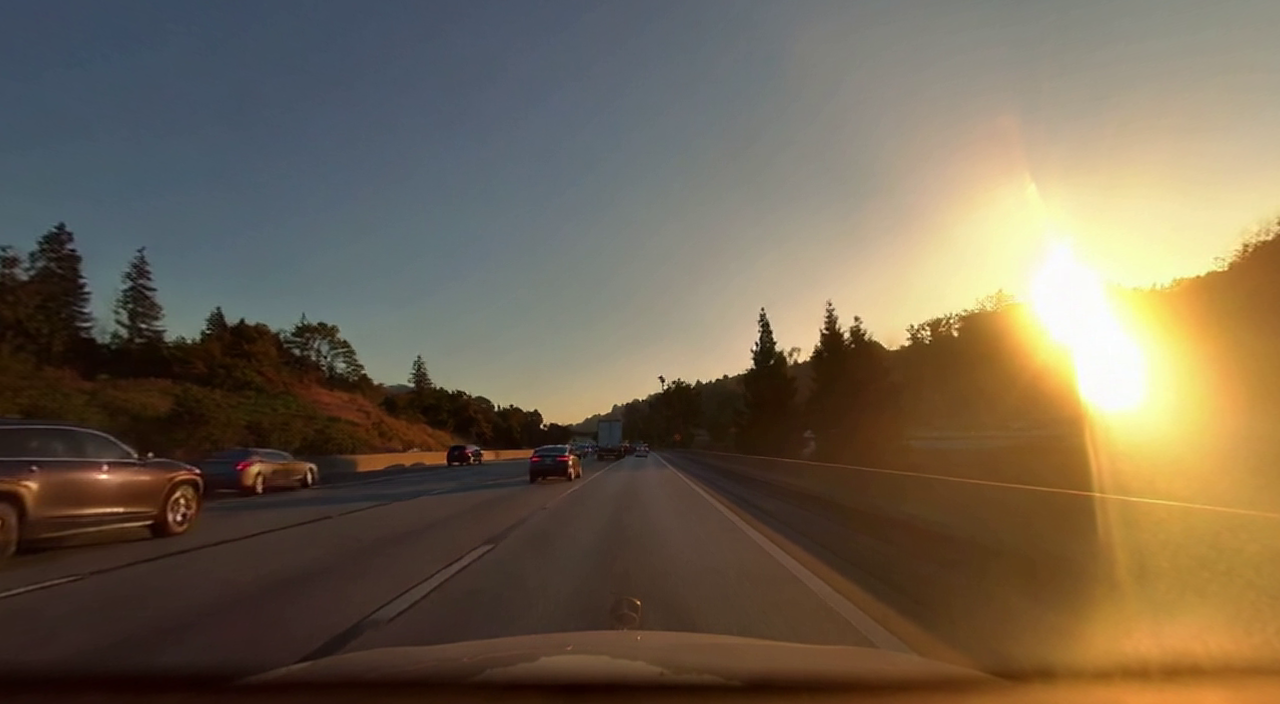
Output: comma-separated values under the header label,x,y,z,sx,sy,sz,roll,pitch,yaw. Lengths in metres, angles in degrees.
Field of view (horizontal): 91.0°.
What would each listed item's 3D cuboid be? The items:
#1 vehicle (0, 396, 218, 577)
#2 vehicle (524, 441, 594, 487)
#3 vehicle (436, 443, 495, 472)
label,x,y,z,sx,sy,sz,roll,pitch,yaw
vehicle,-7.395,1.369,6.499,2.115,1.778,5.572,0,-9,1
vehicle,-2.890,4.105,23.402,1.931,1.528,4.126,0,-9,2
vehicle,-9.825,5.968,35.770,2.036,1.506,4.358,0,-9,1
